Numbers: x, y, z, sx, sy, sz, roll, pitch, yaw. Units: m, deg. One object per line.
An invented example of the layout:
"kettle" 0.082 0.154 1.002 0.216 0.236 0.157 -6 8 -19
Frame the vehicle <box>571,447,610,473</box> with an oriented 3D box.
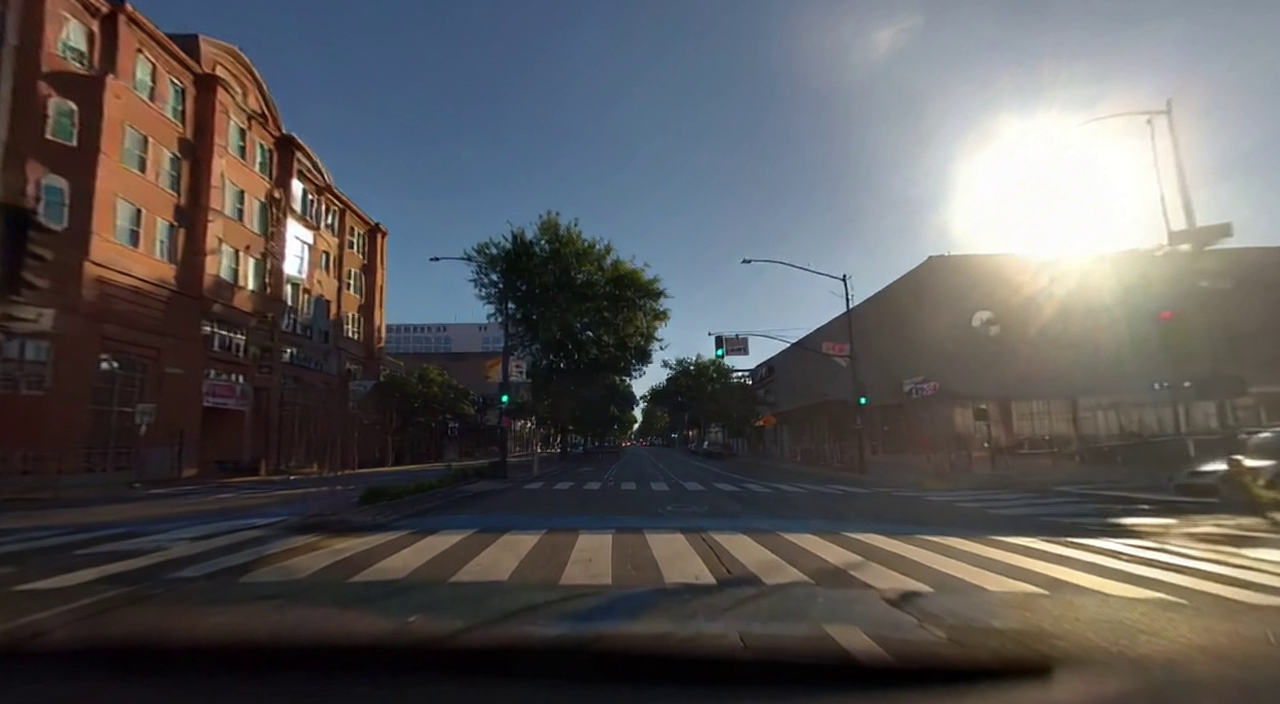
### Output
"vehicle" -2.978 6.600 38.784 2.078 1.471 4.217 0 -9 0
